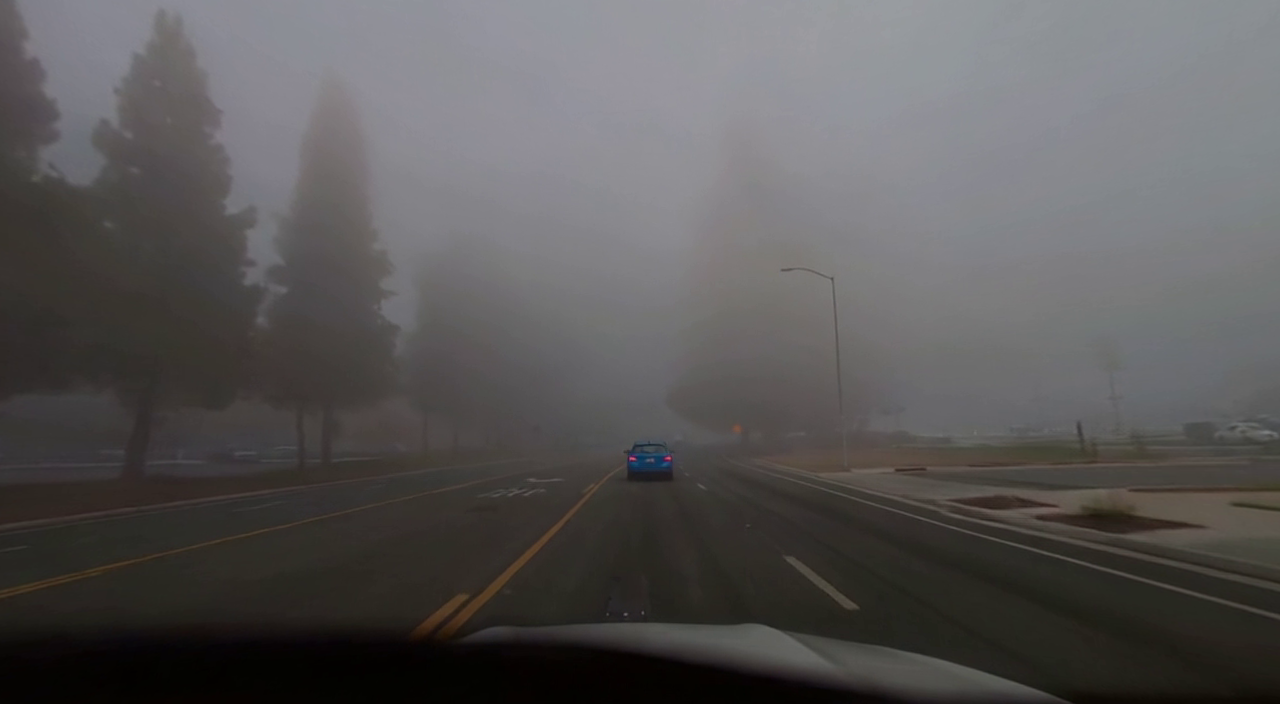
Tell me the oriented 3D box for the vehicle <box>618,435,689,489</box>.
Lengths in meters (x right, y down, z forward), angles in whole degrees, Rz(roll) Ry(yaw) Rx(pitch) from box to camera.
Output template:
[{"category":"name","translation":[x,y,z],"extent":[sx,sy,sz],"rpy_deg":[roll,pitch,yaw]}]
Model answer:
[{"category":"vehicle","translation":[0.409,3.401,19.815],"extent":[2.010,1.535,3.735],"rpy_deg":[0,-8,1]}]

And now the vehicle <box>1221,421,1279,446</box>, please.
[{"category":"vehicle","translation":[43.073,5.585,43.335],"extent":[4.176,1.648,1.872],"rpy_deg":[-1,-8,4]}]
